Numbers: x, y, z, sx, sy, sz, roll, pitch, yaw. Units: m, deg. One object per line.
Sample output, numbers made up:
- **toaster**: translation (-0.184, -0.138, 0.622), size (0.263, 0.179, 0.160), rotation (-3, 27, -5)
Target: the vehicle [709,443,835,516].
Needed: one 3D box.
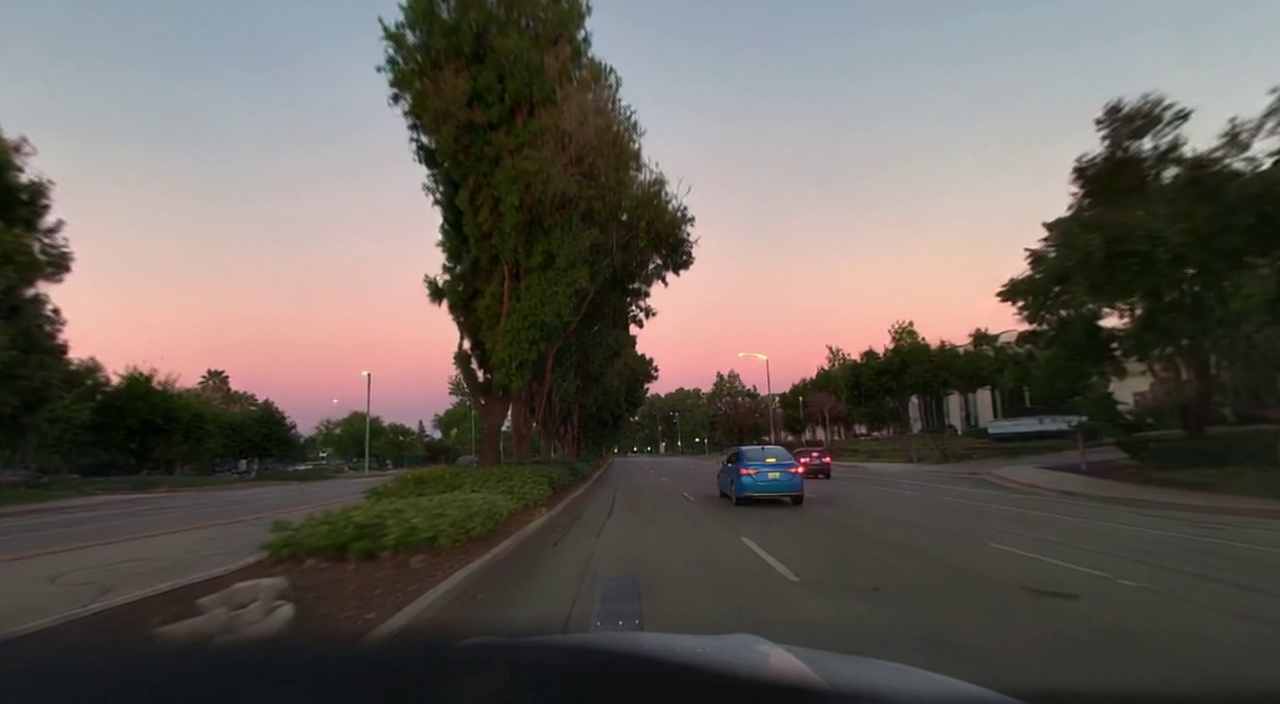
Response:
- **vehicle**: translation (2.931, 2.949, 15.077), size (1.950, 1.473, 4.259), rotation (0, -9, -2)
